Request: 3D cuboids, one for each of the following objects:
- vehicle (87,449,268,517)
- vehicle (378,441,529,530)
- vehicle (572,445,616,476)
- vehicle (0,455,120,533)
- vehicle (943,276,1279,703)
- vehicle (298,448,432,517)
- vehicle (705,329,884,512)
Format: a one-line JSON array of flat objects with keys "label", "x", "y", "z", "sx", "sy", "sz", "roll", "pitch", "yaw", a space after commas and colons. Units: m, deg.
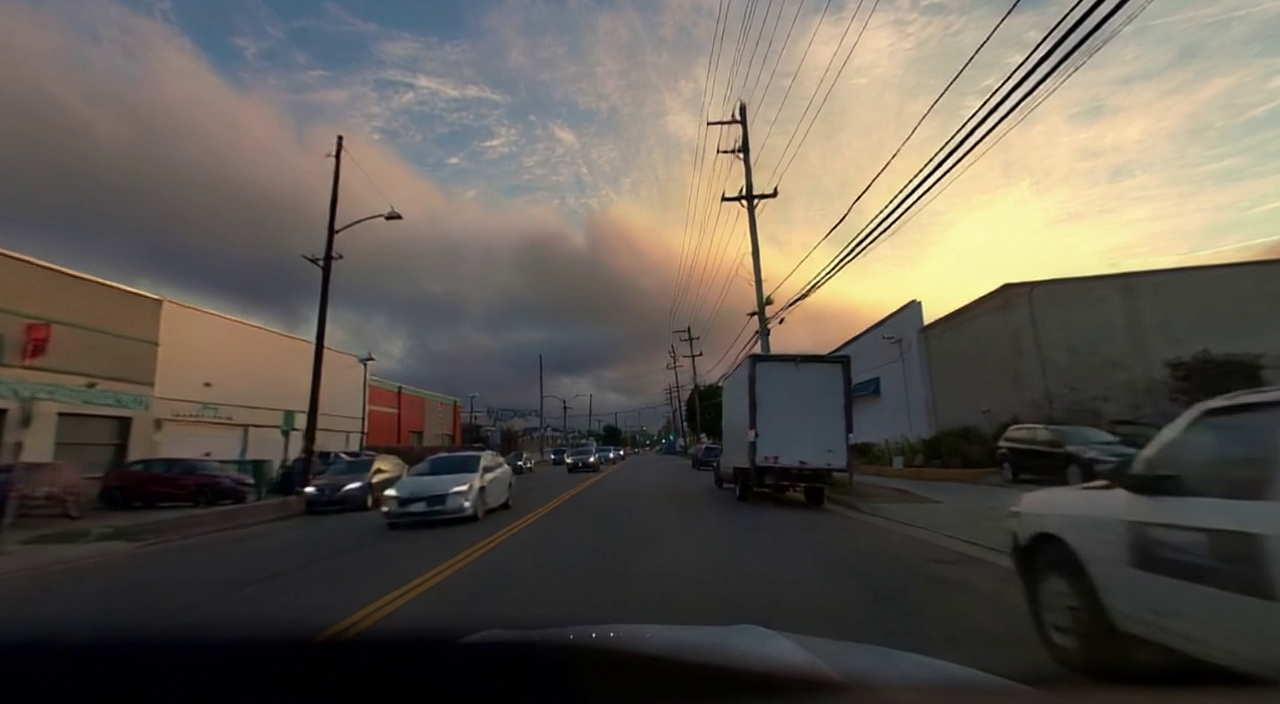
[{"label": "vehicle", "x": -14.284, "y": 4.034, "z": 19.992, "sx": 2.001, "sy": 1.838, "sz": 4.855, "roll": 0, "pitch": -9, "yaw": 0}, {"label": "vehicle", "x": -3.877, "y": 2.832, "z": 13.957, "sx": 2.020, "sy": 1.528, "sz": 4.258, "roll": -3, "pitch": -9, "yaw": 0}, {"label": "vehicle", "x": -2.656, "y": 6.347, "z": 37.165, "sx": 2.061, "sy": 1.679, "sz": 4.042, "roll": -1, "pitch": -9, "yaw": 3}, {"label": "vehicle", "x": -14.484, "y": 3.233, "z": 14.323, "sx": 1.869, "sy": 1.633, "sz": 4.092, "roll": -5, "pitch": -10, "yaw": 1}, {"label": "vehicle", "x": 3.636, "y": 0.672, "z": 2.145, "sx": 2.249, "sy": 2.026, "sz": 6.211, "roll": 0, "pitch": -9, "yaw": 1}, {"label": "vehicle", "x": -8.110, "y": 3.827, "z": 19.185, "sx": 1.954, "sy": 1.622, "sz": 4.761, "roll": -5, "pitch": -9, "yaw": 0}, {"label": "vehicle", "x": 3.664, "y": 2.078, "z": 17.491, "sx": 2.874, "sy": 3.757, "sz": 8.612, "roll": 1, "pitch": -9, "yaw": 1}]
